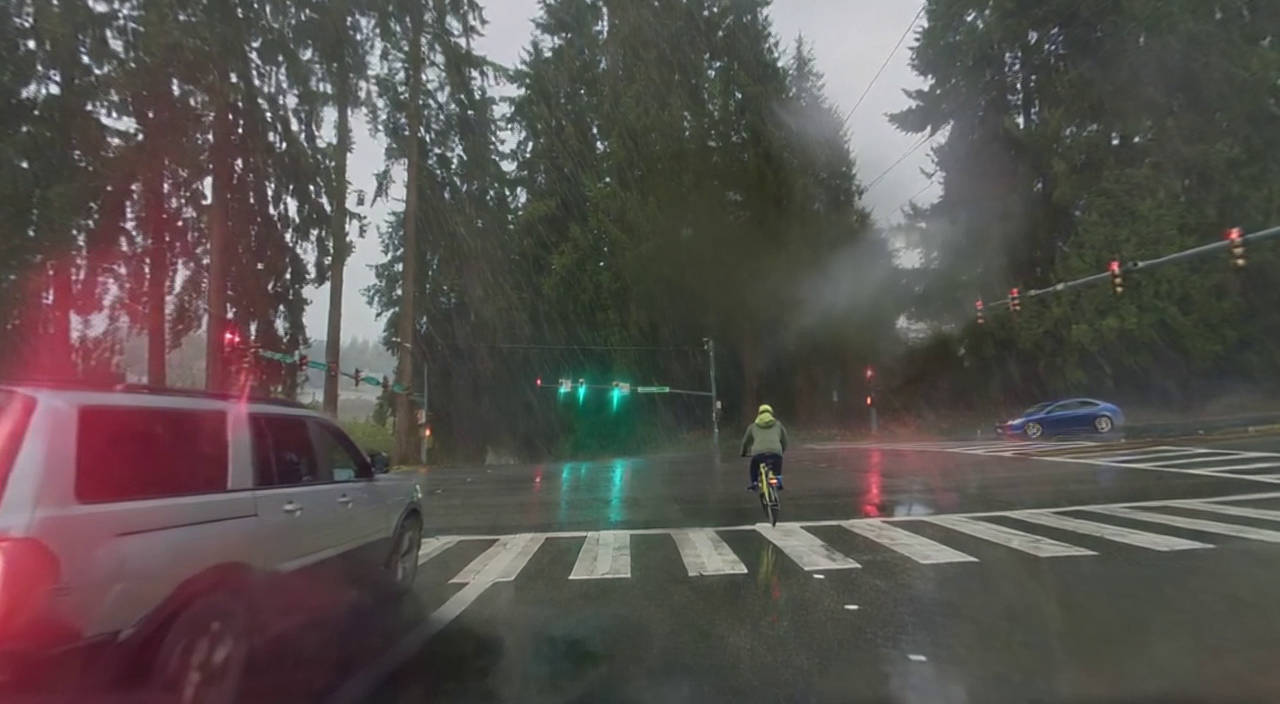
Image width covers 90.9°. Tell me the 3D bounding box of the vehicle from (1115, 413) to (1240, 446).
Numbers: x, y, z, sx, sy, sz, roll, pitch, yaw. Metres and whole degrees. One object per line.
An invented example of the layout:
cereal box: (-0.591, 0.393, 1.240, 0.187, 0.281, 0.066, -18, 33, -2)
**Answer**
vehicle: (25.749, 3.743, 30.249, 4.716, 1.507, 1.904, 2, -9, -11)

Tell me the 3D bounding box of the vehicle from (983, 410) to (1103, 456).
vehicle: (18.579, 3.762, 29.154, 4.237, 1.948, 1.997, 0, -9, -9)

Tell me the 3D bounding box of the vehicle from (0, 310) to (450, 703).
vehicle: (-2.971, 1.065, 4.026, 2.049, 1.756, 4.602, 0, -8, 0)
